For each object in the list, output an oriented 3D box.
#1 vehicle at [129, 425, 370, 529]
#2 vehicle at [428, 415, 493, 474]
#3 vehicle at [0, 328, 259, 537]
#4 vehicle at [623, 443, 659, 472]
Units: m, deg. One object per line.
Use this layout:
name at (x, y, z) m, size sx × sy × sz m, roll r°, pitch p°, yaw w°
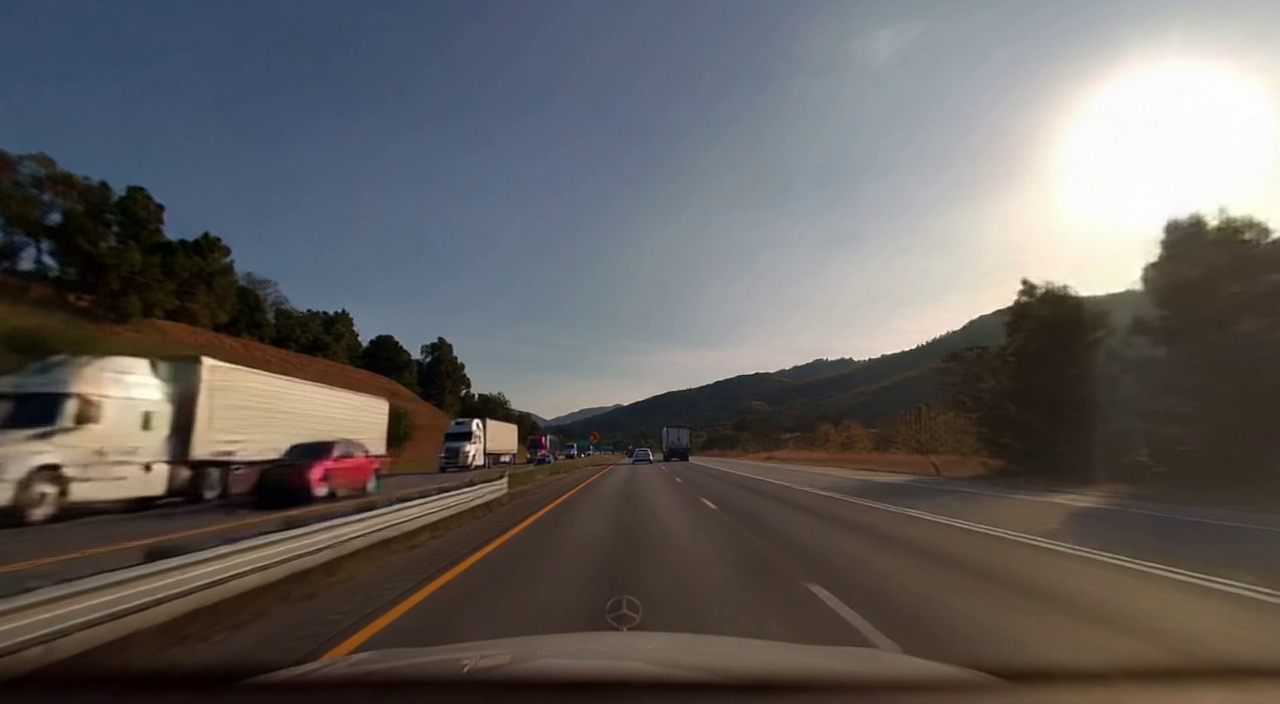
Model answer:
vehicle at (-8.477, 2.753, 14.538) m, size 2.292 × 1.917 × 5.174 m, roll 0°, pitch -9°, yaw -1°
vehicle at (-12.969, 6.742, 46.030) m, size 2.949 × 3.947 × 5.850 m, roll 0°, pitch -9°, yaw 0°
vehicle at (-12.687, 1.963, 15.134) m, size 3.002 × 3.963 × 6.351 m, roll 0°, pitch -9°, yaw -1°
vehicle at (0.026, 6.610, 39.592) m, size 2.137 × 1.689 × 4.051 m, roll 0°, pitch -9°, yaw -1°
